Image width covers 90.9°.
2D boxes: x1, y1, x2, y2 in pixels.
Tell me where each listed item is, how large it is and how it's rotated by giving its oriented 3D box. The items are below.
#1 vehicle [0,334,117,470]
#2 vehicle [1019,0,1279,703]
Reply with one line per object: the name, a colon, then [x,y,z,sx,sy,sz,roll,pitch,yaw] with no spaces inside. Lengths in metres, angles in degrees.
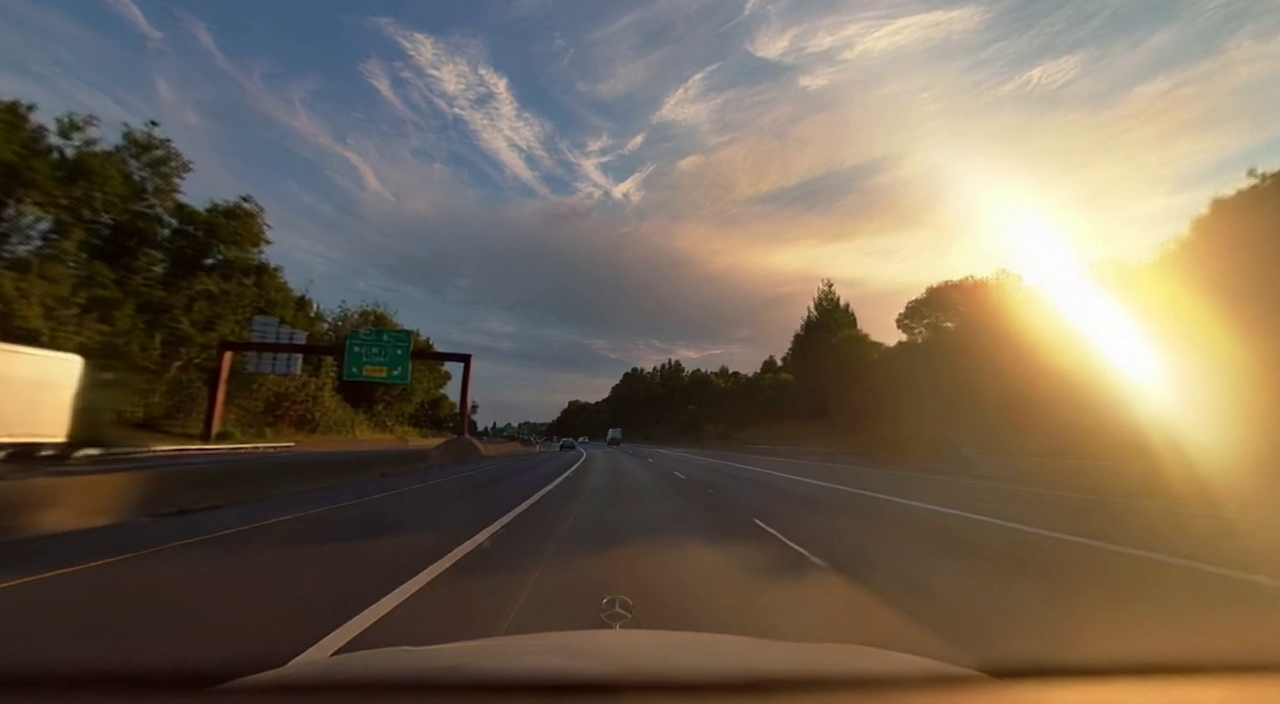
vehicle: [-18.907,0.908,13.776,3.281,3.632,14.072,0,-8,-2]
vehicle: [4.004,-0.392,1.025,2.964,3.950,5.853,0,-8,0]
